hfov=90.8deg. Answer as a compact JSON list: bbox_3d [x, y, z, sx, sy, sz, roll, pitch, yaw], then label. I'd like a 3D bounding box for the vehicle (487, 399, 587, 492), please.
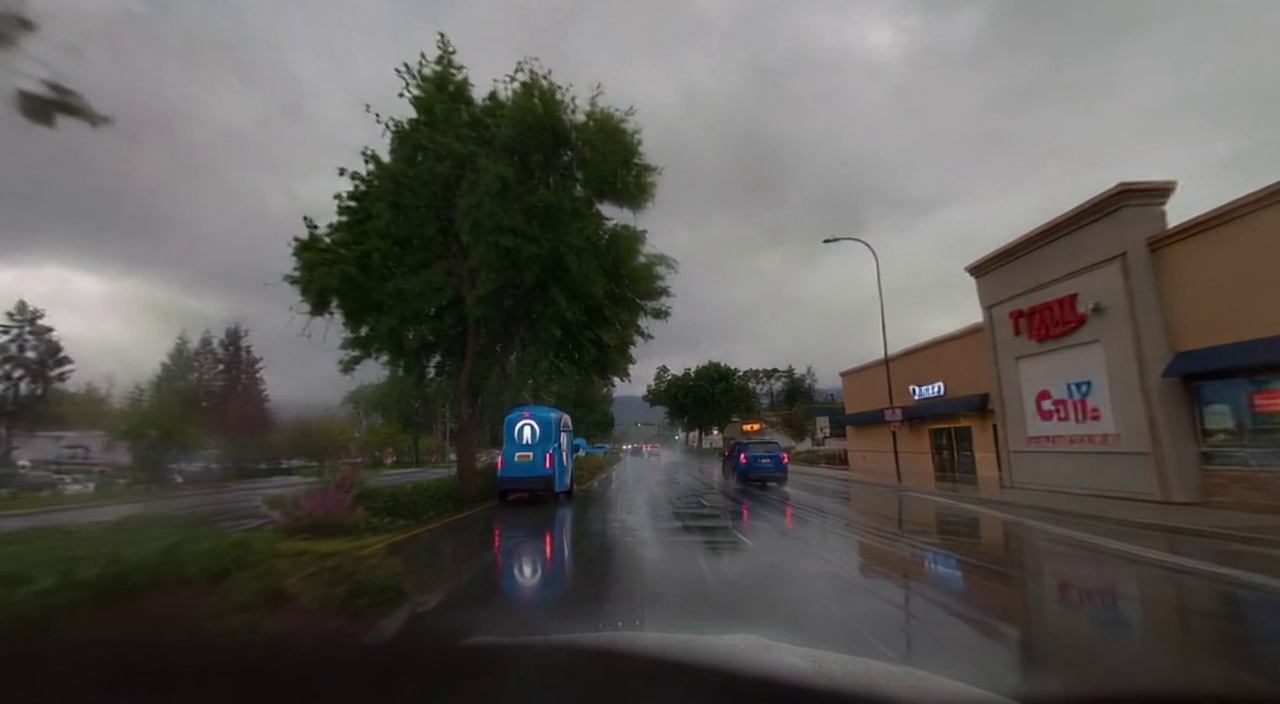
[{"bbox_3d":[-3.375,3.286,22.178,2.443,2.784,5.862,0,-9,1],"label":"vehicle"}]

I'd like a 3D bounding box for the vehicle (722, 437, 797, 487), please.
[{"bbox_3d":[4.311,4.042,23.448,1.869,1.646,4.166,0,-9,-2],"label":"vehicle"}]
